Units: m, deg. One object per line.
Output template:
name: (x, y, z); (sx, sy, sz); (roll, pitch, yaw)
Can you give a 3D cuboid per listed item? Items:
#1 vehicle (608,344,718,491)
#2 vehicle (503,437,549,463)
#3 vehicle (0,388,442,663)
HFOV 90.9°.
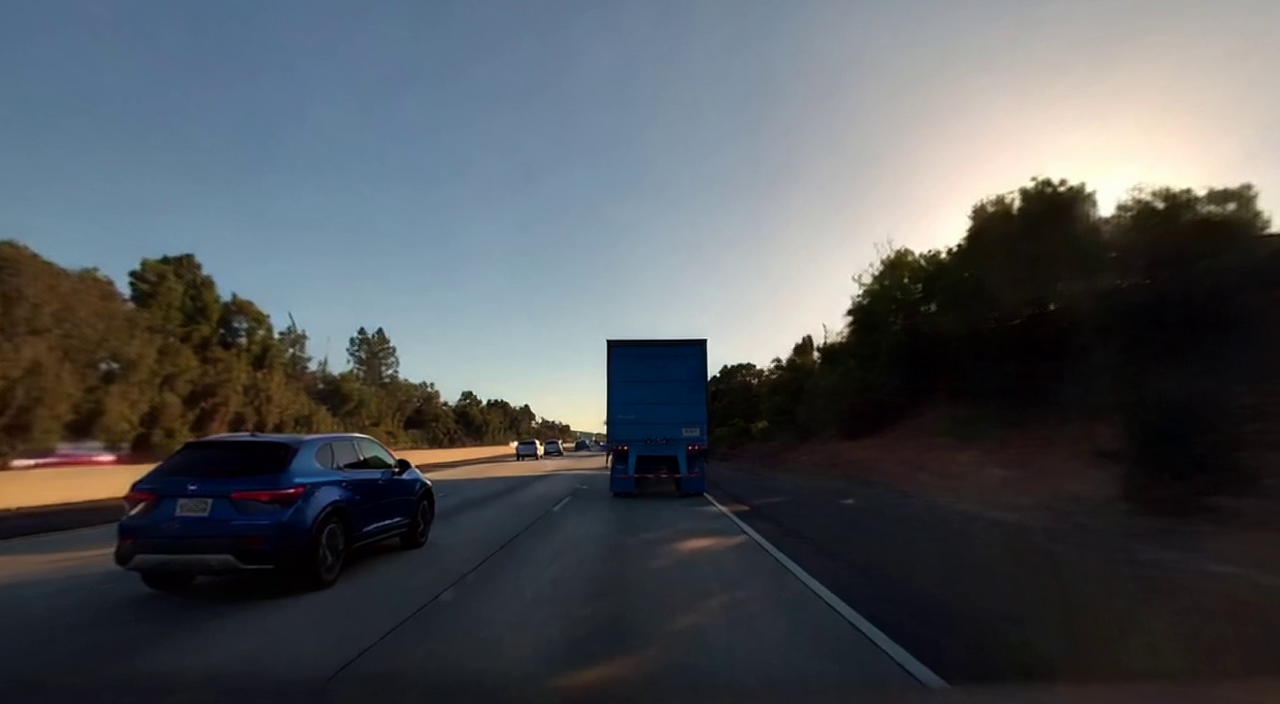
vehicle: (0.639, 2.482, 21.872); (2.870, 3.841, 10.653); (0, -8, 0)
vehicle: (-6.854, 5.945, 38.361); (1.882, 1.451, 4.416); (0, -8, 1)
vehicle: (-3.653, 1.371, 6.051); (2.077, 1.671, 4.249); (0, -8, 0)
